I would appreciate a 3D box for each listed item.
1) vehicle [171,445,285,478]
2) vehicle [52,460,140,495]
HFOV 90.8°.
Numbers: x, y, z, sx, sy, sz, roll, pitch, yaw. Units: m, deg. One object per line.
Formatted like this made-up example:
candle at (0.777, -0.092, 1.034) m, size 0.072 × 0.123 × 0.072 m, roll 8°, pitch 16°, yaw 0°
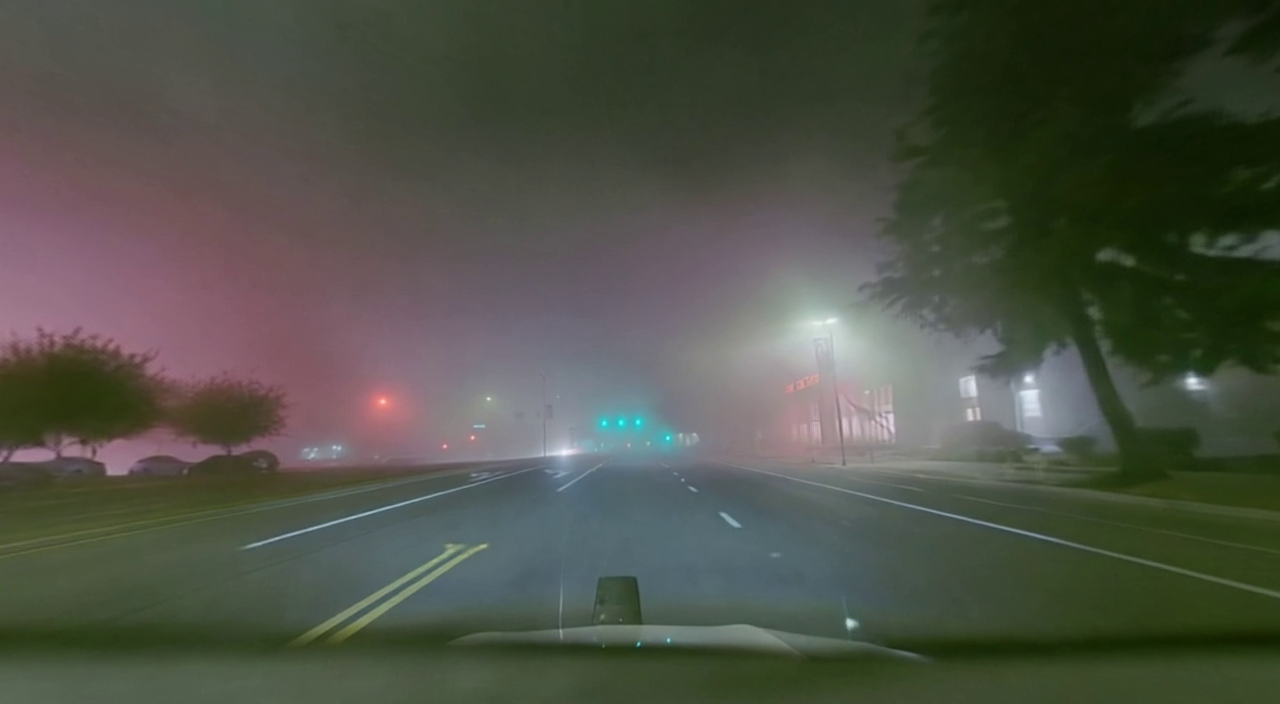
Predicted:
vehicle at (-29.608, 7.886, 45.593) m, size 6.271 × 2.087 × 2.748 m, roll -2°, pitch -10°, yaw 1°
vehicle at (-26.748, 6.109, 31.022) m, size 4.612 × 1.474 × 1.982 m, roll -6°, pitch -10°, yaw 34°
